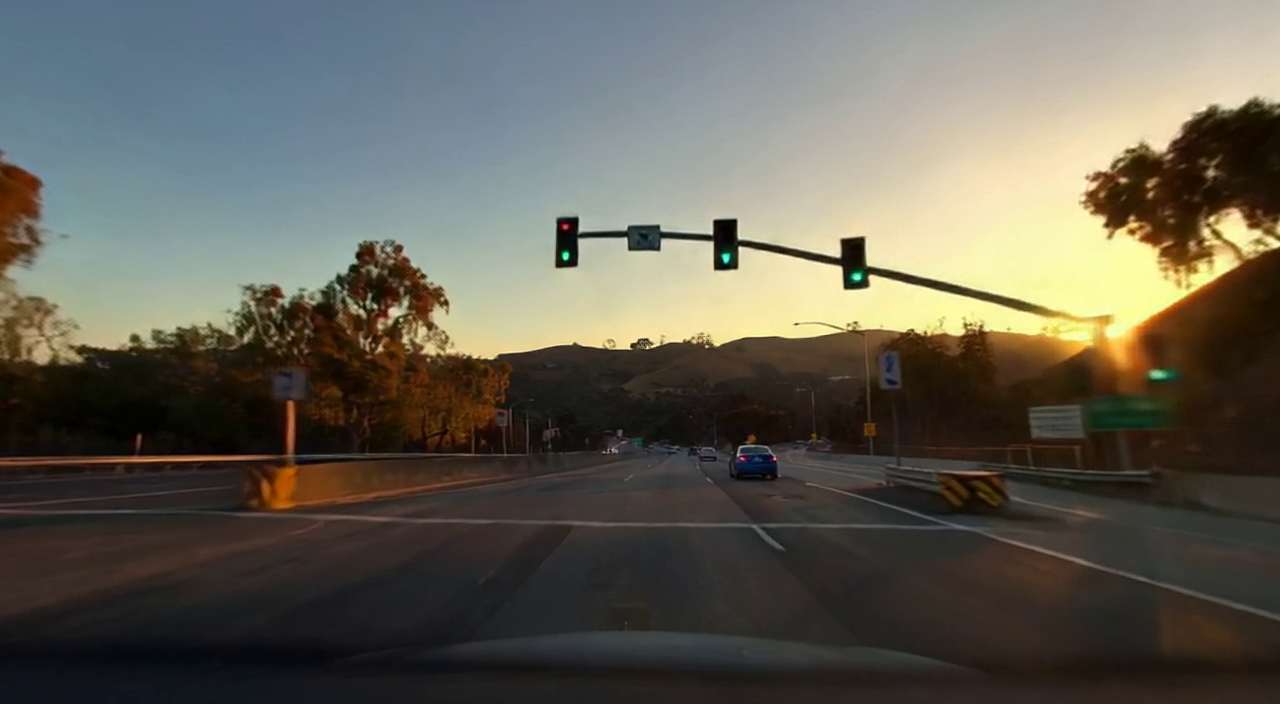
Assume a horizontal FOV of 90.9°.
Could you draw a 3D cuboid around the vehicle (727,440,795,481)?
[{"bbox_3d":[4.663,4.253,24.993,1.916,1.469,4.481,0,-8,1],"label":"vehicle"}]
